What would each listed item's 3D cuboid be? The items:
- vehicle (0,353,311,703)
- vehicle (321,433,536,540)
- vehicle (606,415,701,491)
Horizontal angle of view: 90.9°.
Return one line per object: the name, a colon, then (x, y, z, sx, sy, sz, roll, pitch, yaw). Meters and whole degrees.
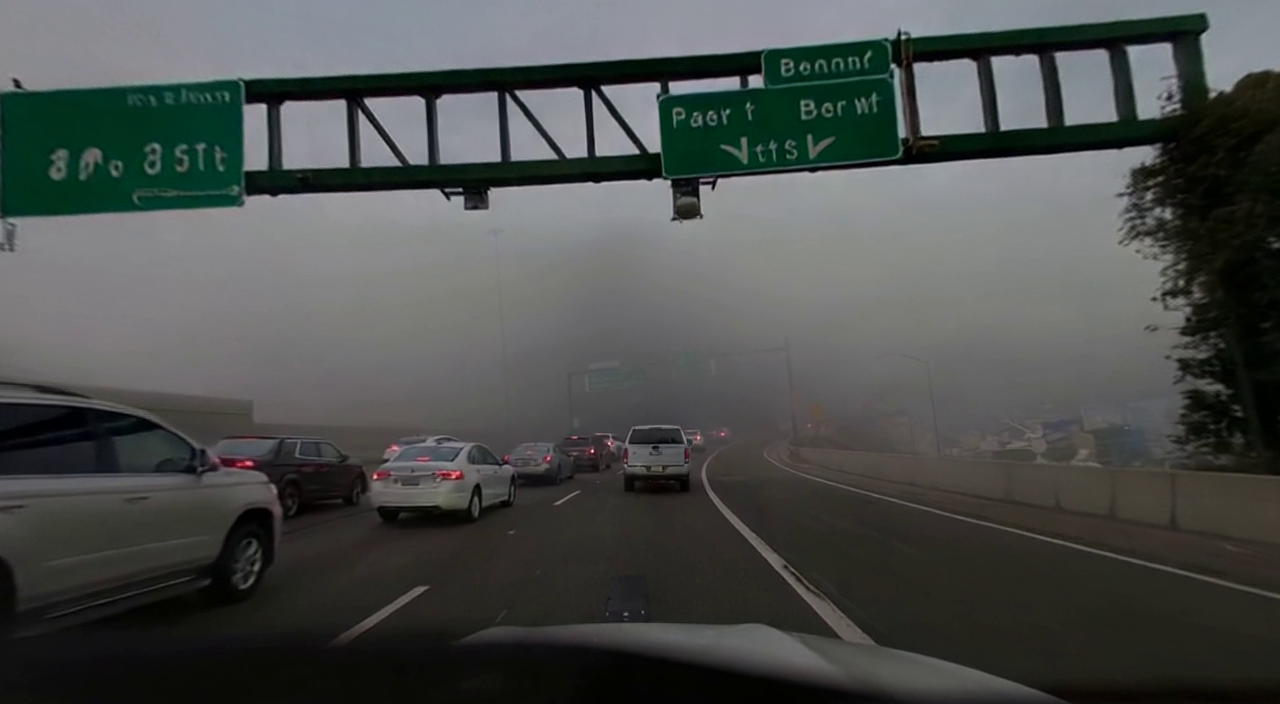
vehicle: (-4.207, 1.079, 4.106, 1.850, 1.862, 4.150, 0, -9, 0)
vehicle: (-3.420, 2.282, 11.491, 1.998, 1.494, 5.020, 0, -9, 3)
vehicle: (0.524, 3.213, 20.342, 2.616, 2.063, 5.933, 0, -9, 3)
